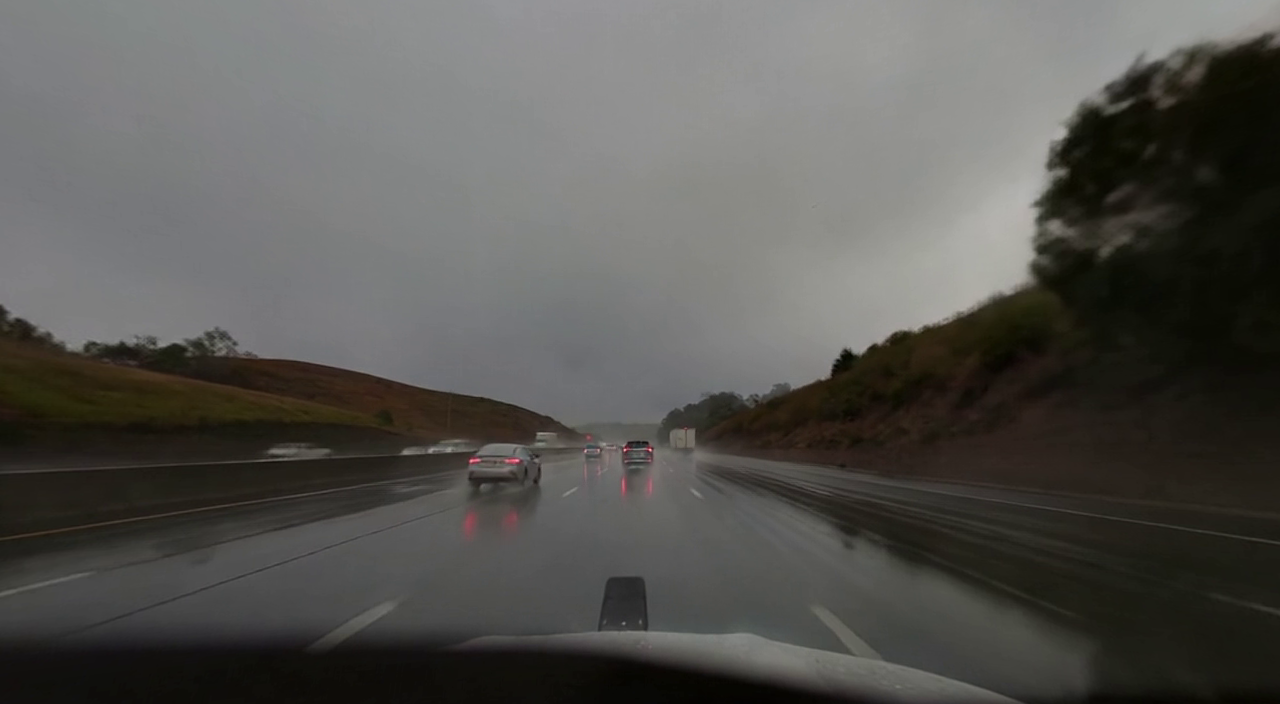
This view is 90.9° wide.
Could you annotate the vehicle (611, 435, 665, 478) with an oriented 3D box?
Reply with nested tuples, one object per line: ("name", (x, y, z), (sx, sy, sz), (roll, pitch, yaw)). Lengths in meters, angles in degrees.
("vehicle", (-0.067, 4.417, 26.857), (2.086, 1.685, 4.206), (0, -8, 0))

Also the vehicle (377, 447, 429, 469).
("vehicle", (-16.393, 7.307, 43.822), (1.875, 1.440, 4.412), (0, -8, 0))

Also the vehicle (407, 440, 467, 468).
("vehicle", (-12.361, 6.252, 38.753), (1.921, 1.577, 4.913), (0, -8, 1))

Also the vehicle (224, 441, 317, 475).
("vehicle", (-23.362, 6.694, 40.255), (2.254, 1.961, 5.952), (0, -8, 1))

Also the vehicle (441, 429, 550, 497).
("vehicle", (-3.933, 3.112, 18.000), (2.076, 1.690, 4.113), (0, -8, 1))
